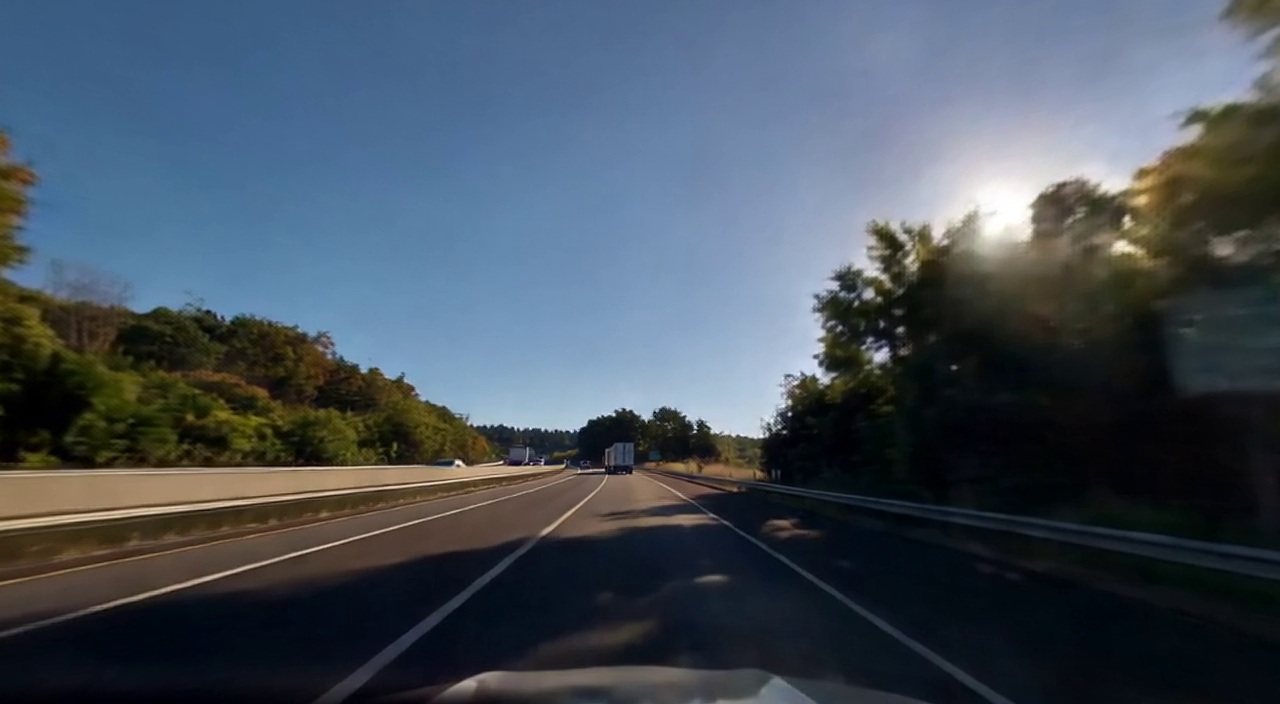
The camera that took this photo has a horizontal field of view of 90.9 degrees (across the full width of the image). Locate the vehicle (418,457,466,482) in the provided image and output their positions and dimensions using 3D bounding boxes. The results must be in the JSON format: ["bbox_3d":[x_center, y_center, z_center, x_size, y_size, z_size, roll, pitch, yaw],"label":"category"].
[{"bbox_3d":[-13.404,7.986,42.868,2.095,1.537,3.769,1,-11,-1],"label":"vehicle"}]
